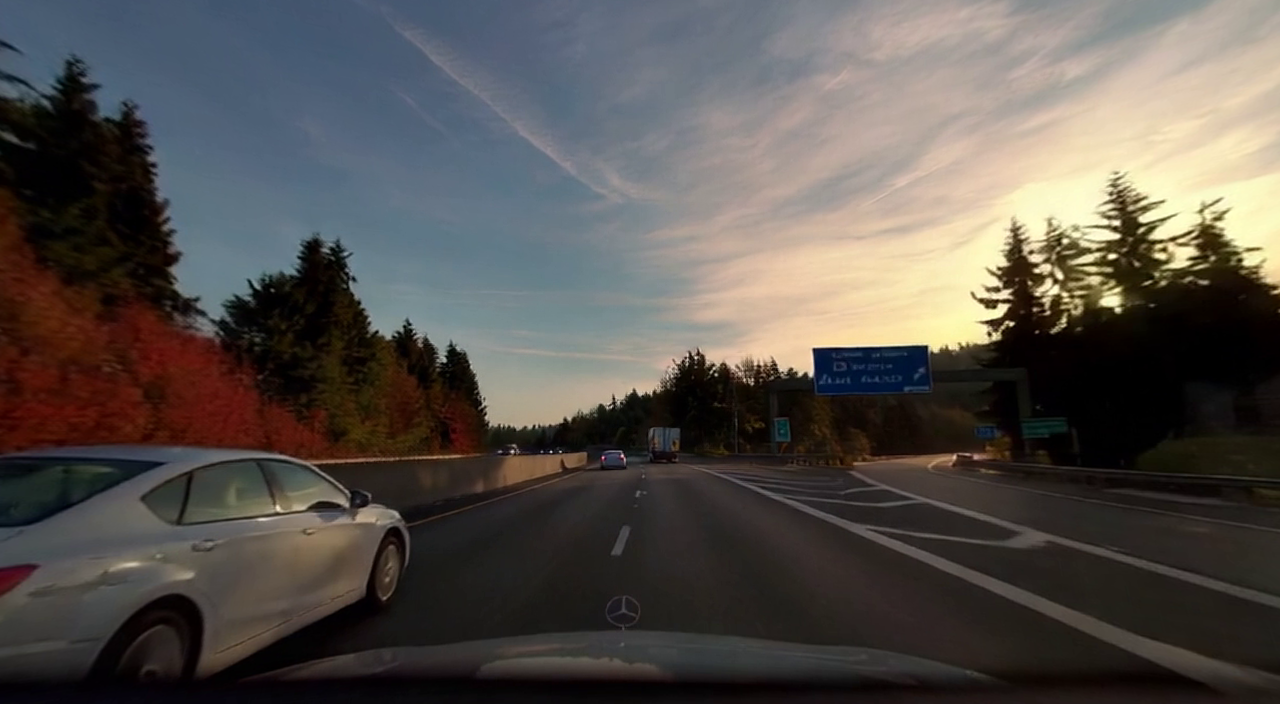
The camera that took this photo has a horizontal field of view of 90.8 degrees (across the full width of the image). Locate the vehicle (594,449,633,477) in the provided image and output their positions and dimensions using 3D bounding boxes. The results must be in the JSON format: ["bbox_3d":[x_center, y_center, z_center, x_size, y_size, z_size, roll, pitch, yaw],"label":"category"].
[{"bbox_3d":[-1.603,6.941,39.731,2.184,1.574,5.004,0,-9,1],"label":"vehicle"}]
